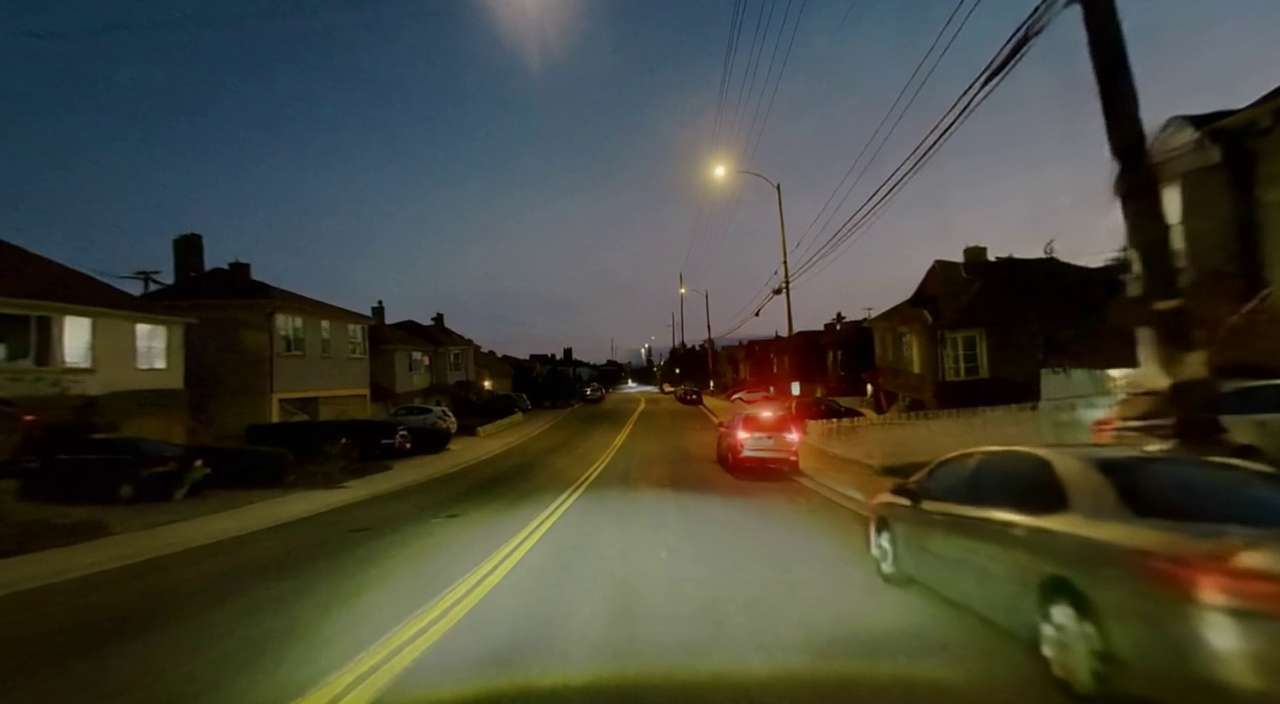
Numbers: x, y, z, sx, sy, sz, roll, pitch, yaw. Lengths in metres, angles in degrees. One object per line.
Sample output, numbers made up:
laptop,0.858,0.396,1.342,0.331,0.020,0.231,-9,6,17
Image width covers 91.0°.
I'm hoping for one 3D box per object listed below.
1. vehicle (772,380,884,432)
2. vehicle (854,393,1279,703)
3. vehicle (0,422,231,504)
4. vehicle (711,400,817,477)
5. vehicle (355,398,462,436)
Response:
vehicle,9.069,2.679,30.688,4.622,1.826,2.065,-8,-8,1
vehicle,3.112,1.160,4.129,2.063,1.503,4.415,-1,-8,3
vehicle,-11.825,2.410,13.909,4.236,1.654,1.745,0,-8,-4
vehicle,3.515,2.440,18.867,2.211,1.860,4.813,0,-3,0
vehicle,-11.520,3.289,31.469,4.525,1.797,2.024,-1,-8,5
